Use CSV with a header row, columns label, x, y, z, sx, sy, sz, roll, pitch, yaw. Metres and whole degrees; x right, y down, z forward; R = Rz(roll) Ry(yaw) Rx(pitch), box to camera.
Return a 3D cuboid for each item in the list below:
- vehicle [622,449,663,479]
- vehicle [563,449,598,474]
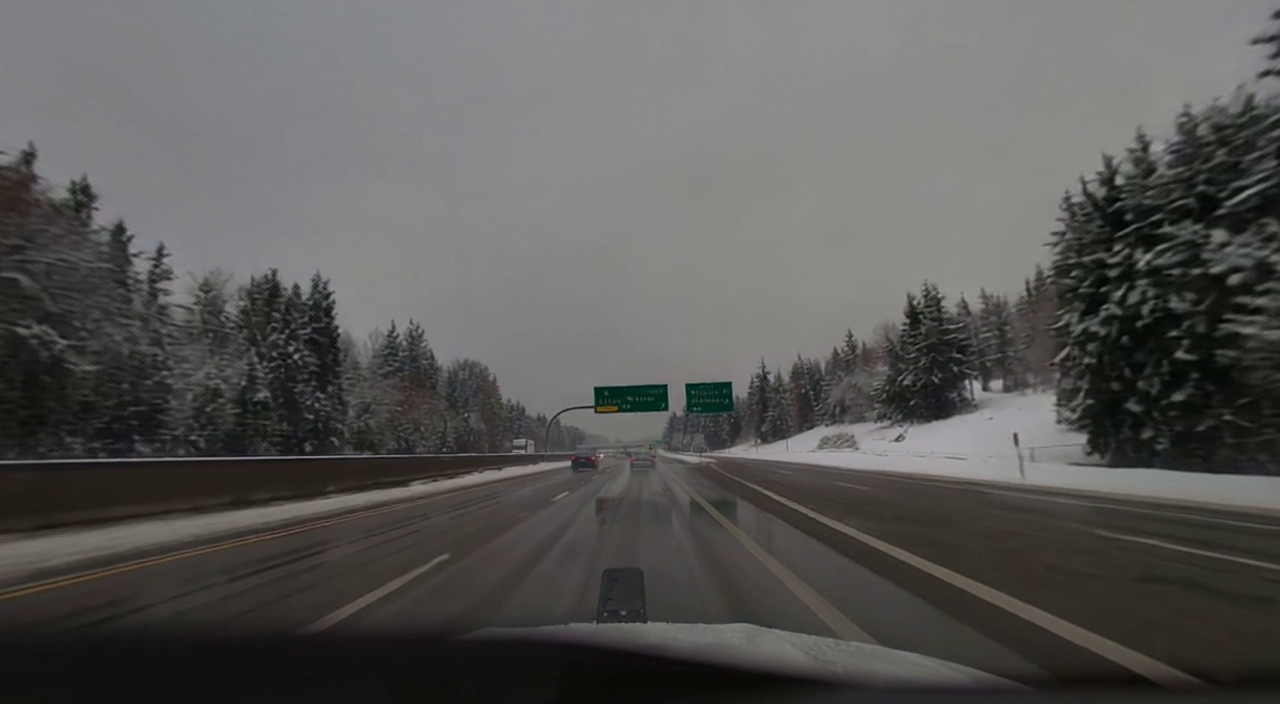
label,x,y,z,sx,sy,sz,roll,pitch,yaw
vehicle,0.092,5.735,32.424,2.002,1.449,3.612,0,-9,-1
vehicle,-3.868,7.189,41.580,1.877,1.504,3.799,0,-9,1
